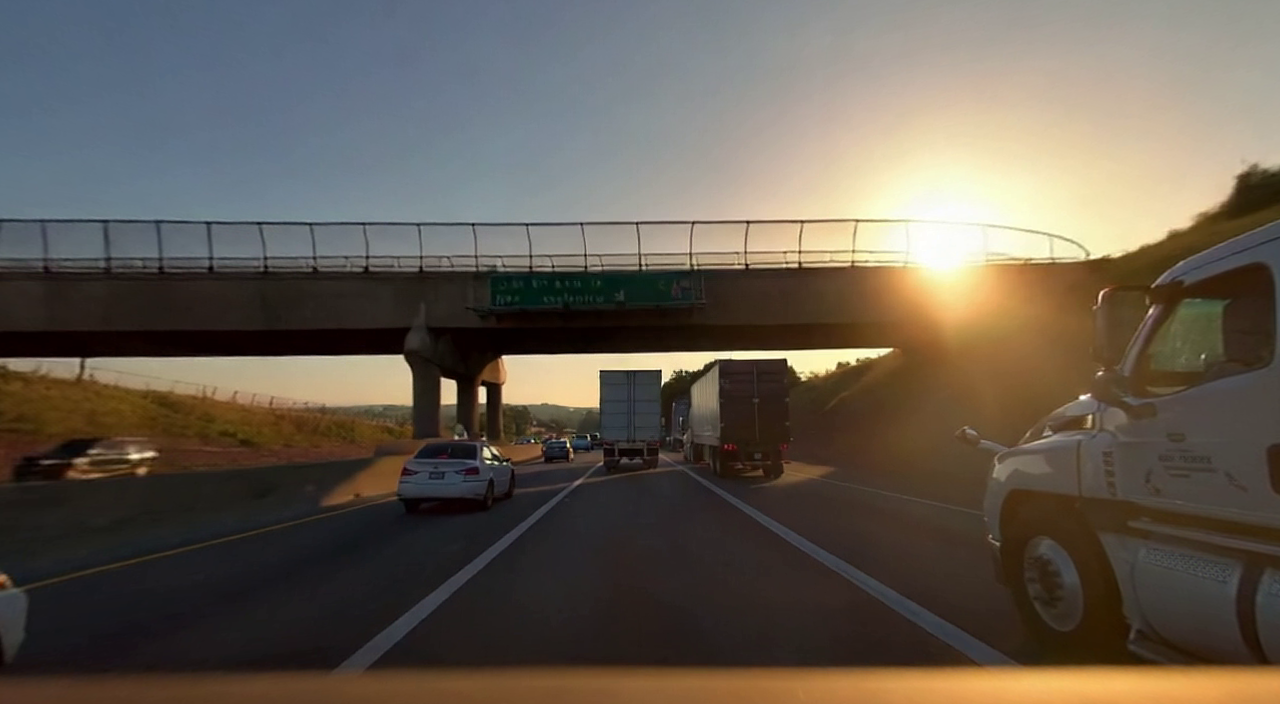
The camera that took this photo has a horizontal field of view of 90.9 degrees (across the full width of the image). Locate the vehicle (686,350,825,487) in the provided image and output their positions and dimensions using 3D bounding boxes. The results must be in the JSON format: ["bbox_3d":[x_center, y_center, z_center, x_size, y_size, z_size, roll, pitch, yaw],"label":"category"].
[{"bbox_3d":[3.681,2.658,23.638,2.817,3.886,11.491,0,-8,-1],"label":"vehicle"}]

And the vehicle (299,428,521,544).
[{"bbox_3d":[-3.371,2.029,10.391,1.894,1.460,4.662,0,-8,0],"label":"vehicle"}]

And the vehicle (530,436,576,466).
[{"bbox_3d":[-4.574,5.254,33.620,2.049,1.483,3.786,0,-8,-2],"label":"vehicle"}]

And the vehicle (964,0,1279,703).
[{"bbox_3d":[3.953,-0.378,1.428,3.074,3.896,5.910,0,-8,-1],"label":"vehicle"}]

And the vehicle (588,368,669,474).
[{"bbox_3d":[-0.471,3.345,29.428,3.090,4.065,10.702,0,-8,0],"label":"vehicle"}]
